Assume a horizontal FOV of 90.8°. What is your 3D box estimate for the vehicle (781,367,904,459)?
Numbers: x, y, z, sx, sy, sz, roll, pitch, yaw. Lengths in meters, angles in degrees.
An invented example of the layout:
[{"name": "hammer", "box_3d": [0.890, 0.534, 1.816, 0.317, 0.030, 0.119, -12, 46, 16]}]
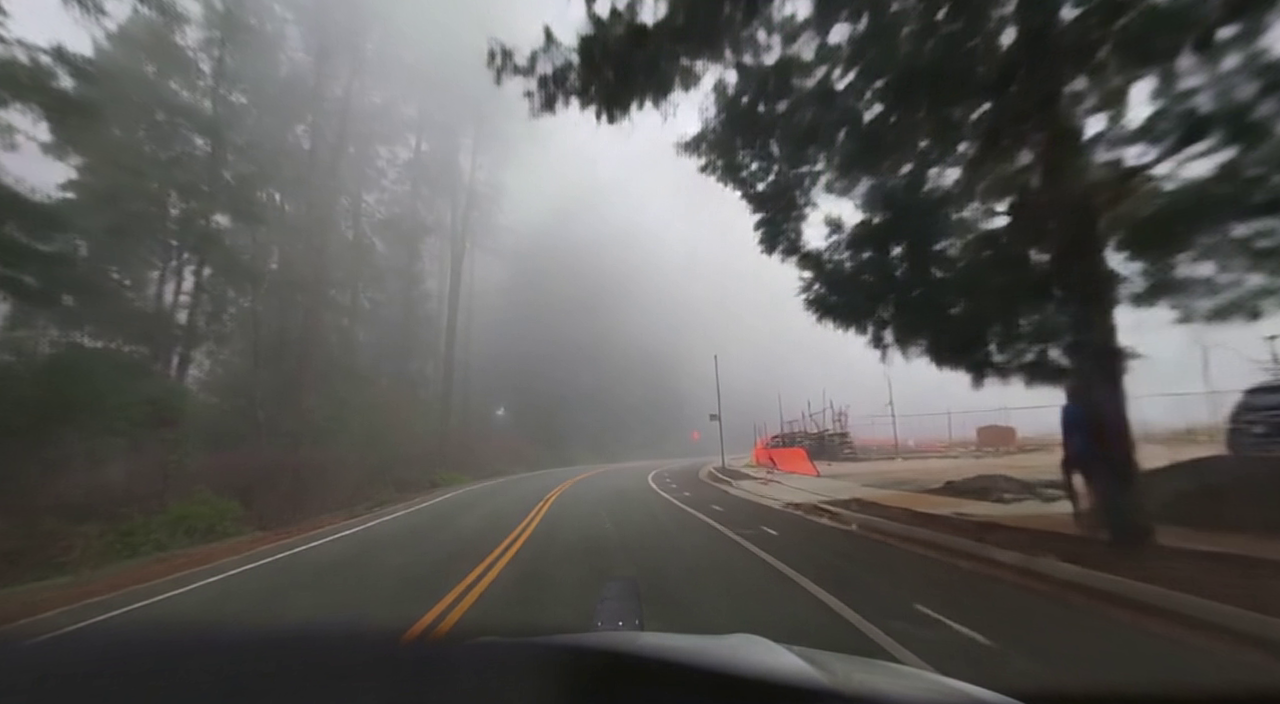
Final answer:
[{"name": "vehicle", "box_3d": [9.411, 3.268, 30.998, 2.984, 3.691, 10.409, -2, -9, 3]}]
